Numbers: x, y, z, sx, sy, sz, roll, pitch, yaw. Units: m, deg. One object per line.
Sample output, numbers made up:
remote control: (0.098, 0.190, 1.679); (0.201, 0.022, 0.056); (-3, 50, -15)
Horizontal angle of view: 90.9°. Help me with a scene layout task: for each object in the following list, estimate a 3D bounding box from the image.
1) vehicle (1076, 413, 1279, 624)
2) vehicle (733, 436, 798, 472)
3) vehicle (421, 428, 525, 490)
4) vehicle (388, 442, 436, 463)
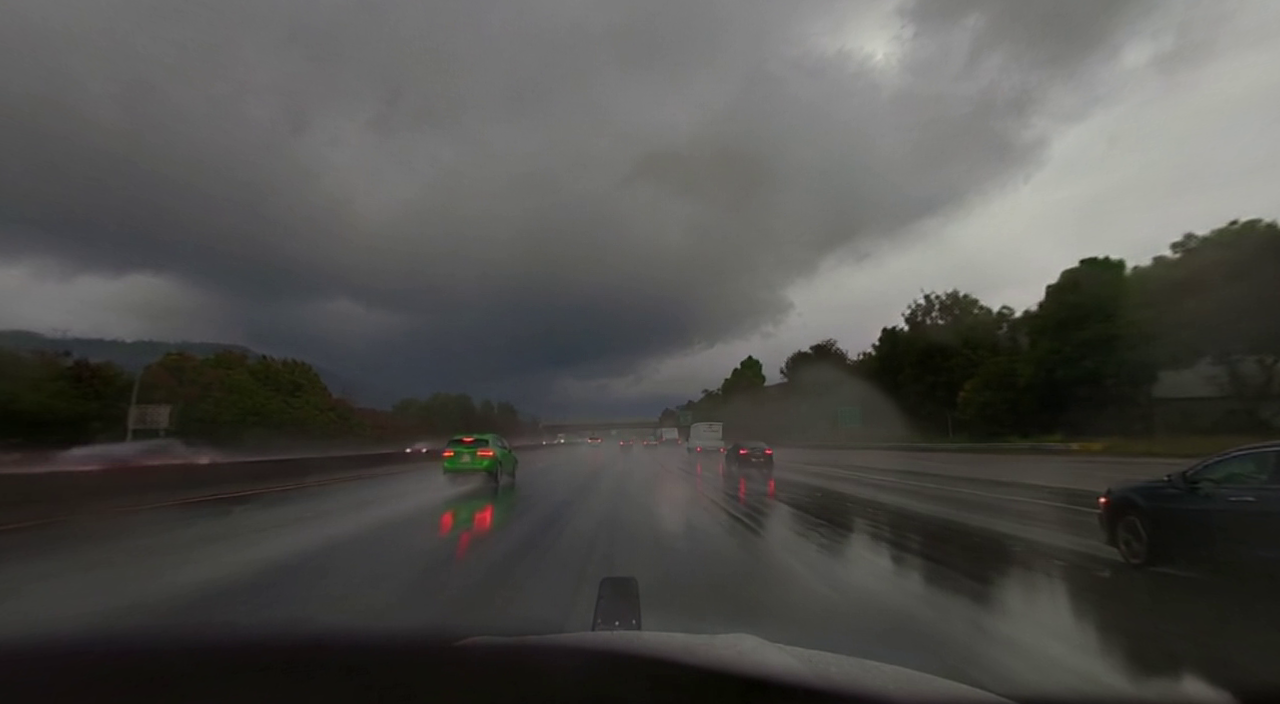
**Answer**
vehicle: (5.565, 1.170, 4.384); (2.028, 1.488, 4.236); (0, -8, 0)
vehicle: (5.355, 4.381, 27.463); (1.920, 1.436, 3.890); (0, -8, -2)
vehicle: (-4.675, 3.021, 18.235); (1.966, 1.570, 3.859); (0, -8, 0)
vehicle: (-16.953, 7.441, 47.025); (1.864, 1.436, 4.572); (0, -8, 0)
